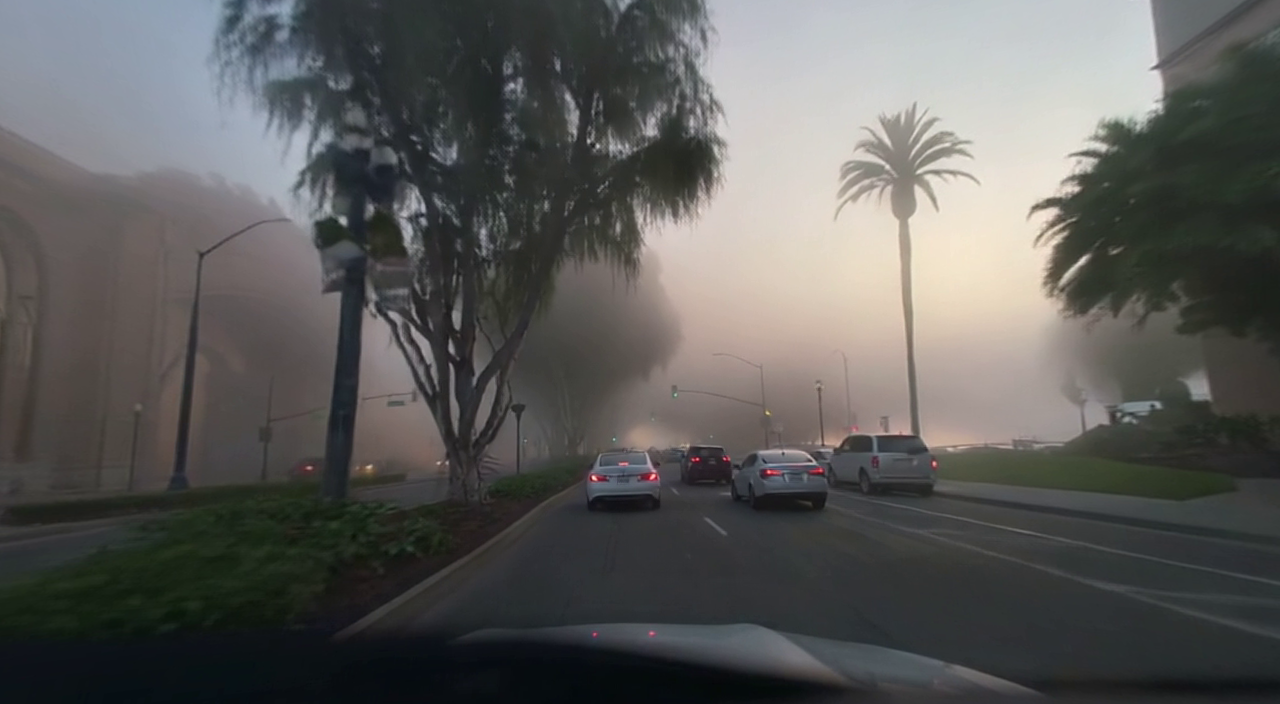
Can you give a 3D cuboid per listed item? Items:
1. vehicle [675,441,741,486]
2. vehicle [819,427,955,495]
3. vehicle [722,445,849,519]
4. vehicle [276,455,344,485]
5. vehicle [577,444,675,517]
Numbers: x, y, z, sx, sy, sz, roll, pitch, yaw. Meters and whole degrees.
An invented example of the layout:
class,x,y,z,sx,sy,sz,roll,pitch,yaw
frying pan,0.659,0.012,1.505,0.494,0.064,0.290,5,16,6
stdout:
class,x,y,z,sx,sy,sz,roll,pitch,yaw
vehicle,3.094,5.295,30.704,2.127,1.854,7.971,0,-8,-1
vehicle,7.916,3.525,20.966,2.200,1.933,5.123,0,-8,-3
vehicle,3.201,2.926,14.829,1.833,1.465,4.258,0,-8,-2
vehicle,-21.566,7.696,41.484,1.955,1.770,4.700,0,-8,-1
vehicle,-0.322,2.995,15.238,2.050,1.521,3.747,0,-8,-1
